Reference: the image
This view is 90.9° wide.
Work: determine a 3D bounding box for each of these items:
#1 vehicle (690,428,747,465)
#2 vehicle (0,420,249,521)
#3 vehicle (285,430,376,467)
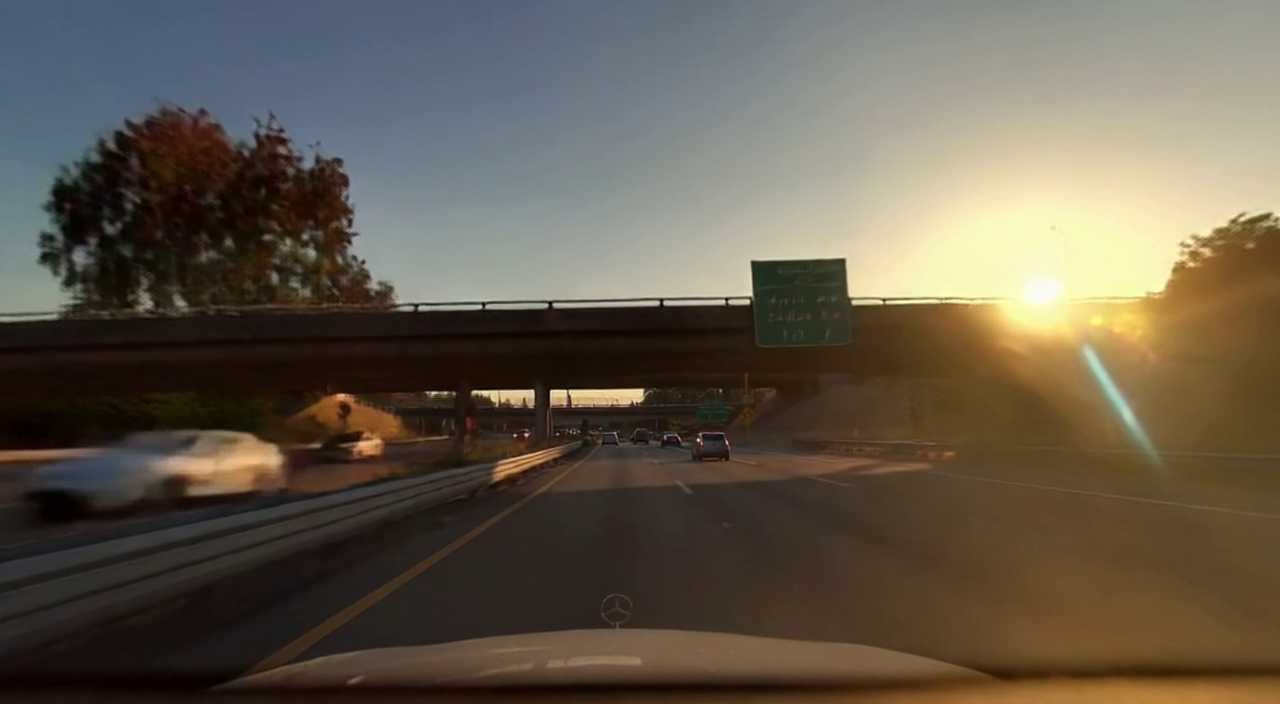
[{"bbox_3d":[3.526,4.287,28.885,1.938,1.578,3.764,0,-8,-3],"label":"vehicle"},{"bbox_3d":[-8.957,1.972,11.064,1.815,1.452,3.760,0,-8,-1],"label":"vehicle"},{"bbox_3d":[-13.337,4.173,27.520,1.825,1.476,4.273,0,-8,0],"label":"vehicle"}]
